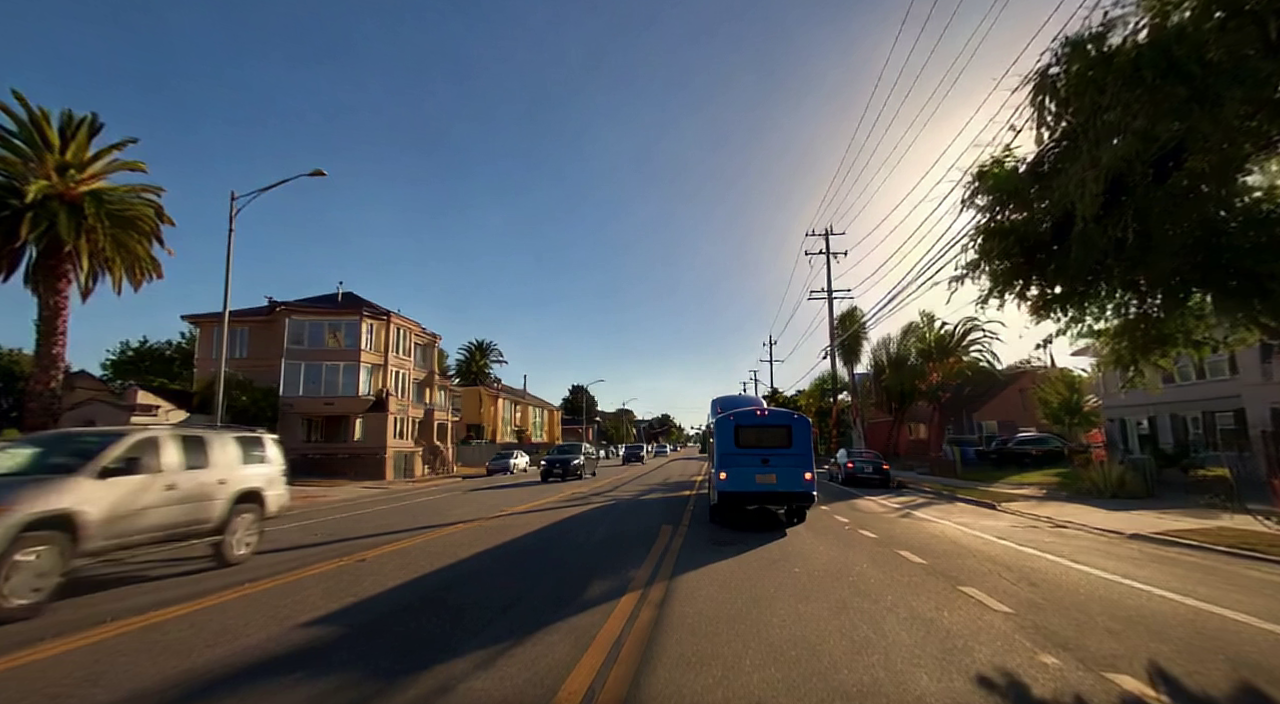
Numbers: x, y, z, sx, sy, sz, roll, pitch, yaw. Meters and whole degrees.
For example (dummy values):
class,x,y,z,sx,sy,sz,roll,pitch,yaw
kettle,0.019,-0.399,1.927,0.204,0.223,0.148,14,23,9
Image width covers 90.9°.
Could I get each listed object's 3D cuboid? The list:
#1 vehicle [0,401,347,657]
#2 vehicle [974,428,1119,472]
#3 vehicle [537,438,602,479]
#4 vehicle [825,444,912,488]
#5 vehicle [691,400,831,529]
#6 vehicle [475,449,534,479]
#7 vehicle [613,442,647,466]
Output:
class,x,y,z,sx,sy,sz,roll,pitch,yaw
vehicle,-5.098,1.436,5.954,2.110,1.676,4.483,-1,-8,7
vehicle,17.975,4.361,28.140,4.749,1.699,2.311,-3,-7,8
vehicle,-3.093,4.822,28.732,1.948,1.706,4.407,-1,-8,7
vehicle,8.347,4.174,23.442,2.022,1.456,4.246,-1,-8,6
vehicle,2.186,2.132,12.415,2.168,2.040,4.527,-1,-8,6
vehicle,-7.725,6.422,36.347,2.004,1.441,4.572,-4,-9,5
vehicle,-0.677,7.493,46.565,1.965,1.653,4.251,-1,-8,7
